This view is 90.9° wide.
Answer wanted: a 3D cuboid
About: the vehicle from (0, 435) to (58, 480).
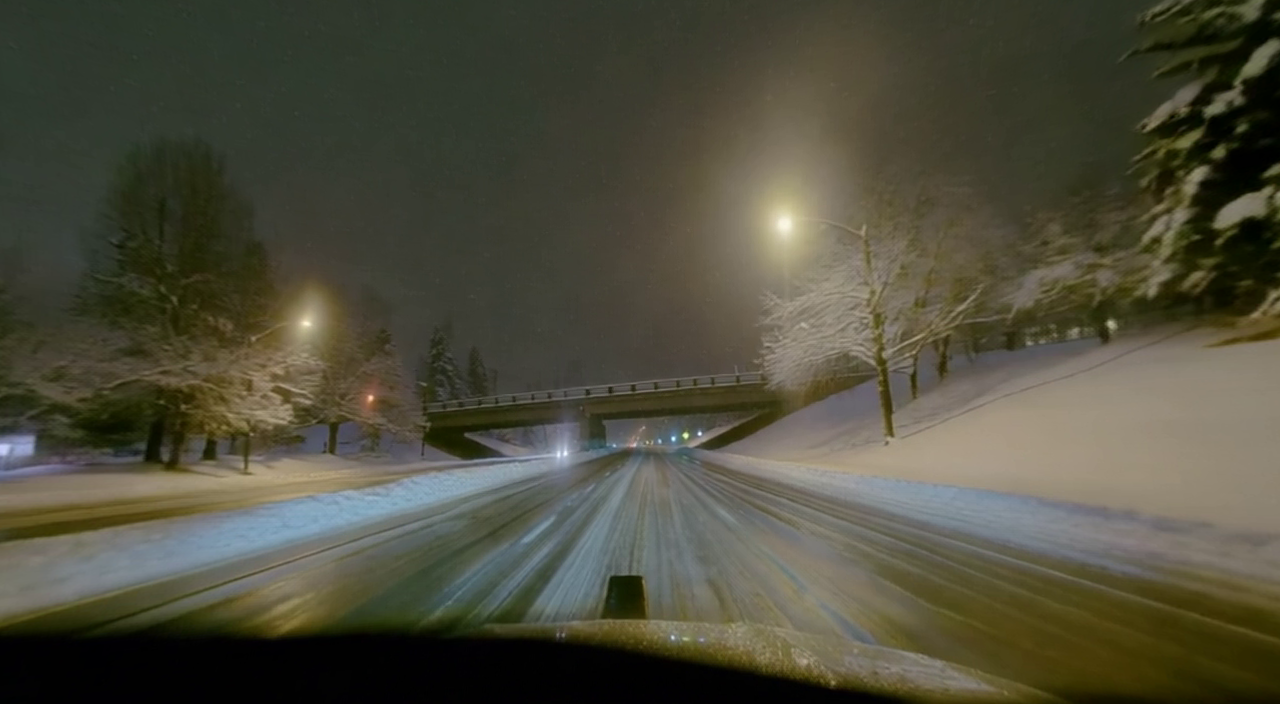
[{"bbox_3d":[-48.786,8.224,49.396,7.952,3.263,2.871,-7,-10,36],"label":"vehicle"}]
